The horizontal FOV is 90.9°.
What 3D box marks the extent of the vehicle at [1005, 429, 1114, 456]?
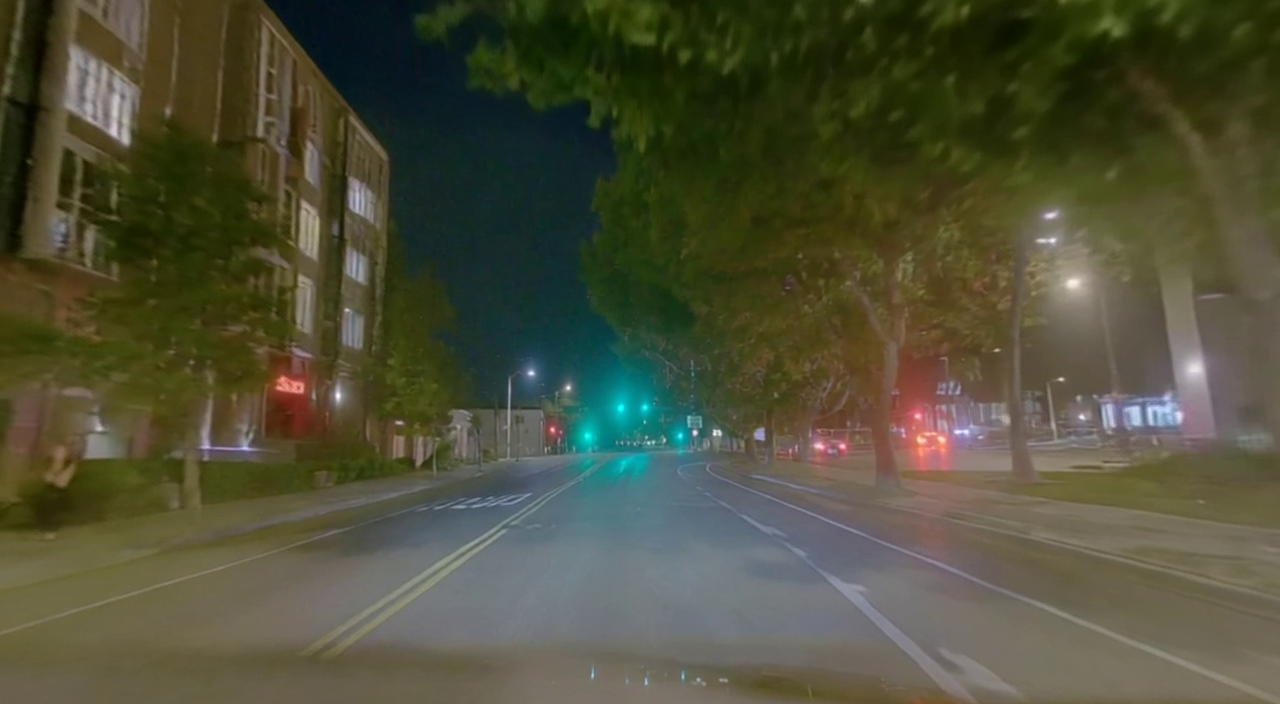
[{"bbox_3d":[28.697,6.231,43.299,1.981,1.712,5.765,6,-10,-38],"label":"vehicle"}]
